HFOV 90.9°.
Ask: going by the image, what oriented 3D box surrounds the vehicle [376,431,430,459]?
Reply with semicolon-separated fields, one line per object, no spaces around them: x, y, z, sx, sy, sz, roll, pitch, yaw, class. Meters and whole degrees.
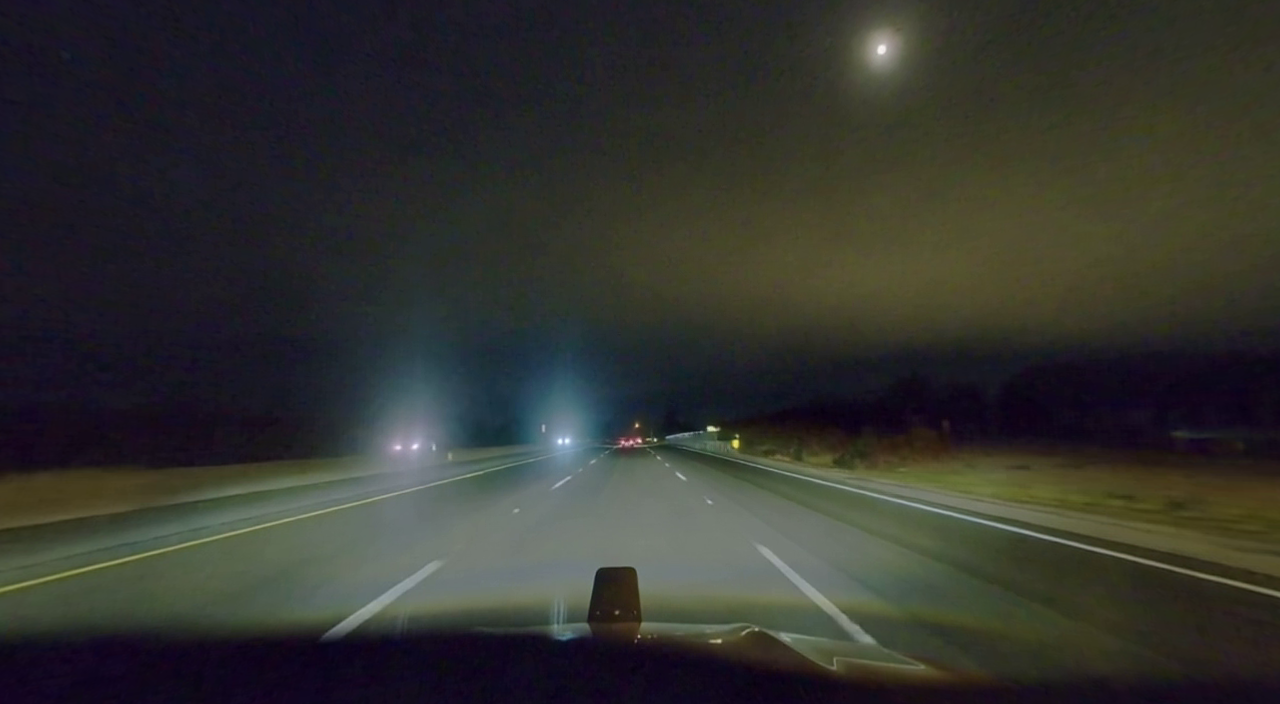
-17.516;6.878;46.867;2.139;1.910;4.967;0;-8;0;vehicle
